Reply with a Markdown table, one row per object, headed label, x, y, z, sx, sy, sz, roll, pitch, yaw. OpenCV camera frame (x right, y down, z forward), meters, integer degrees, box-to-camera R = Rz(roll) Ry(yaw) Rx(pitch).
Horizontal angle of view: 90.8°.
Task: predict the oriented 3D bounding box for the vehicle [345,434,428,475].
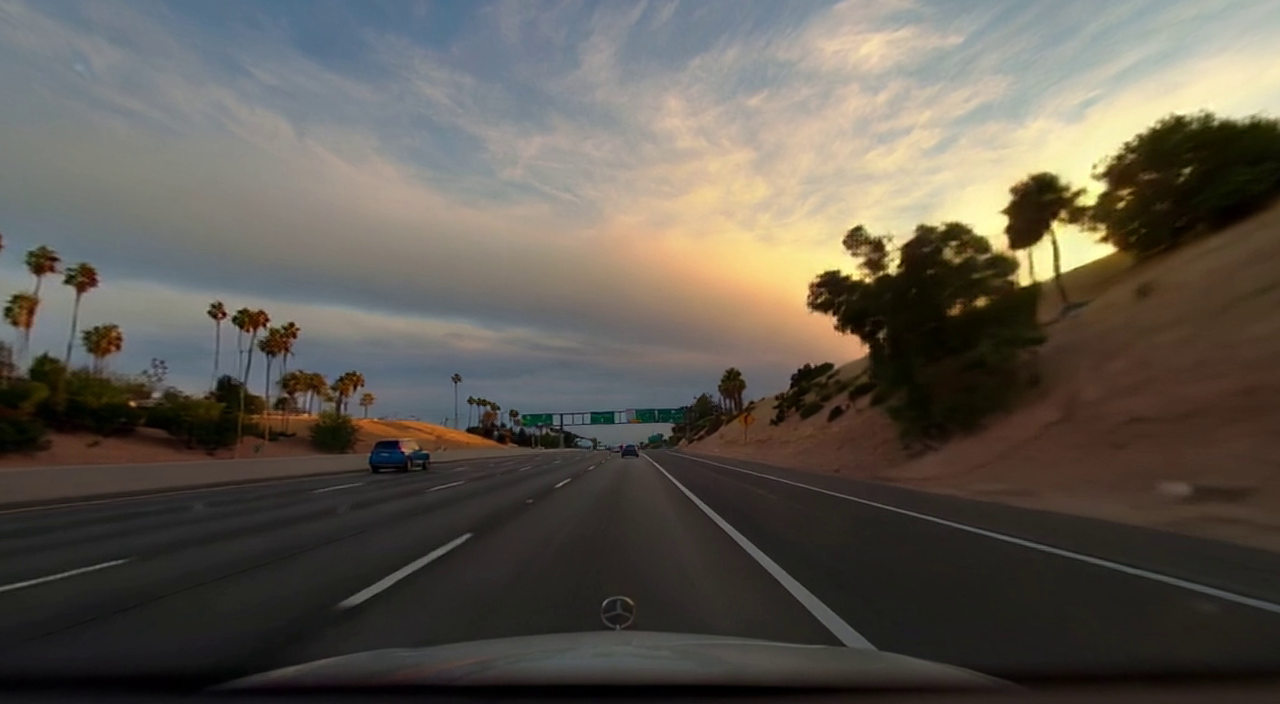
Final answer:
| label | x | y | z | sx | sy | sz | roll | pitch | yaw |
| --- | --- | --- | --- | --- | --- | --- | --- | --- | --- |
| vehicle | -11.833 | 4.821 | 29.844 | 2.016 | 1.754 | 4.543 | 0 | -8 | 0 |
